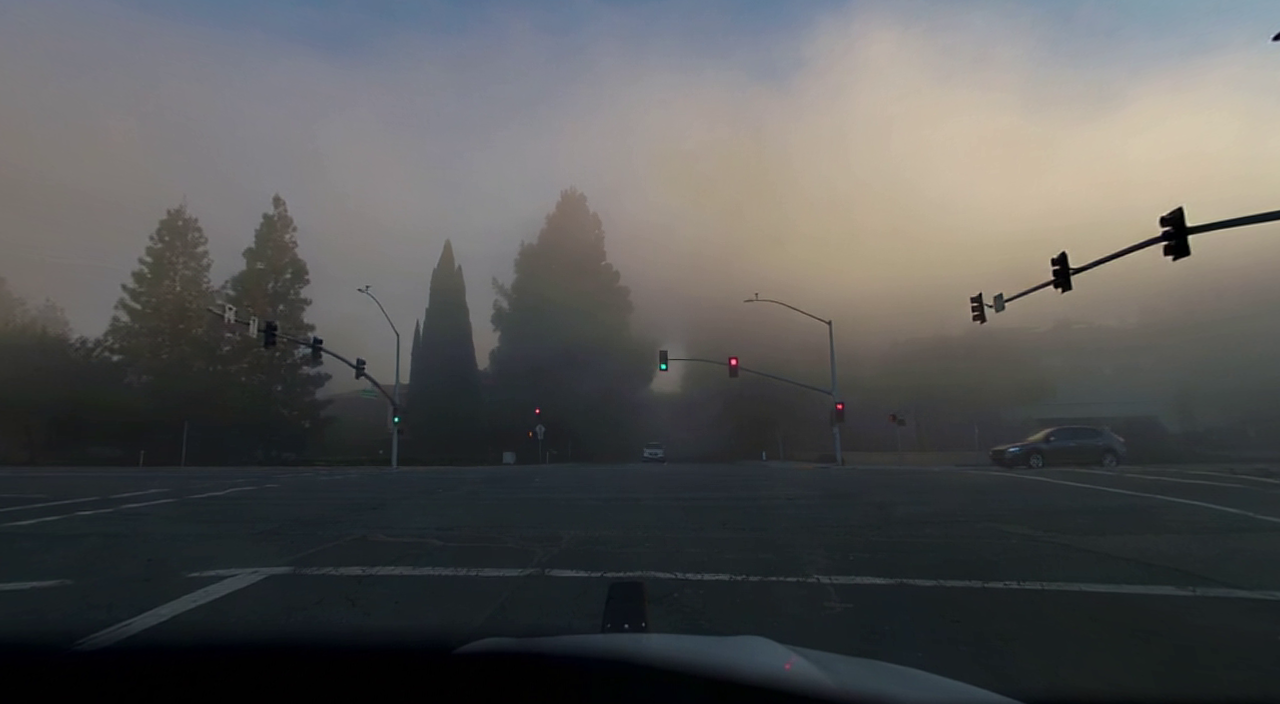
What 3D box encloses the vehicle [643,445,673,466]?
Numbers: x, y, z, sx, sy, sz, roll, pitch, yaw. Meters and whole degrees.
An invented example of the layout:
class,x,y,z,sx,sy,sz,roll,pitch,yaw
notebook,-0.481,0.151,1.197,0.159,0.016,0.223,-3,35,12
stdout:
class,x,y,z,sx,sy,sz,roll,pitch,yaw
vehicle,1.282,7.615,46.462,2.132,1.449,4.235,0,-9,0
